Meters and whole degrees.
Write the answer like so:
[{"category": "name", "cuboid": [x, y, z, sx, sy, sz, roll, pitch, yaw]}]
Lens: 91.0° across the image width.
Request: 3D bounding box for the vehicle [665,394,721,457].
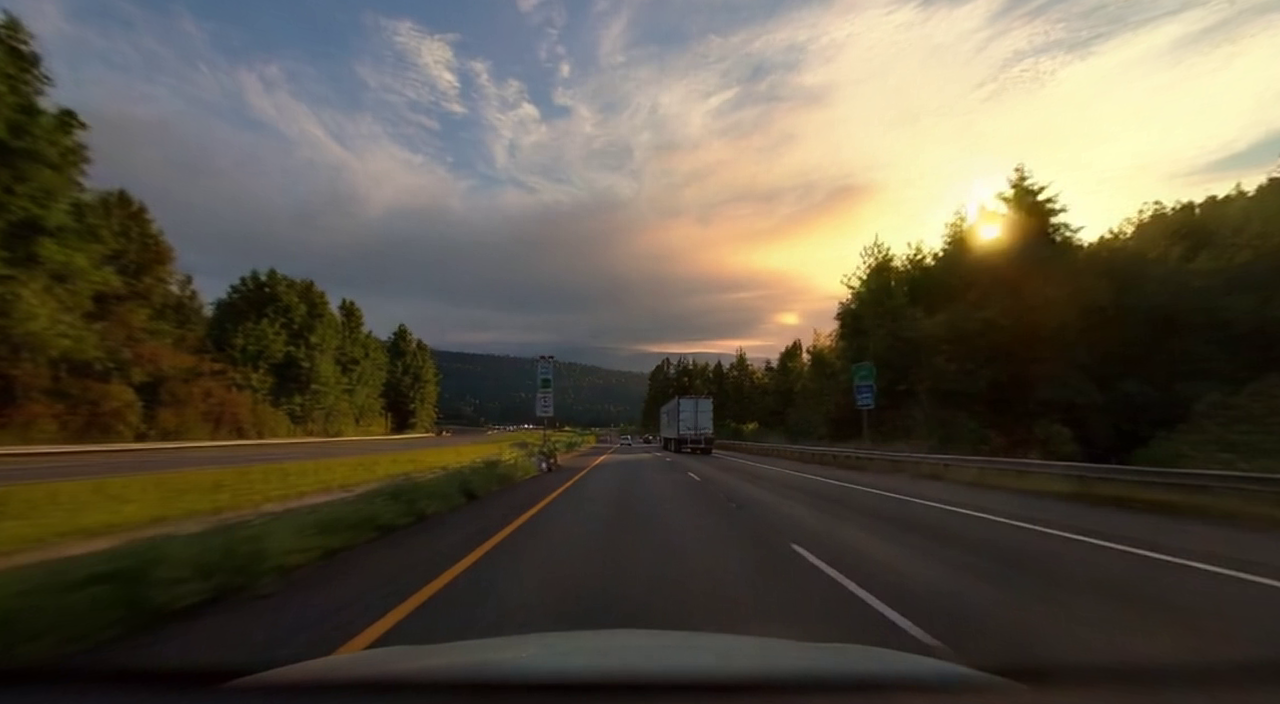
[{"category": "vehicle", "cuboid": [3.577, 5.405, 45.248, 3.004, 3.952, 10.263, 0, -8, -1]}]
